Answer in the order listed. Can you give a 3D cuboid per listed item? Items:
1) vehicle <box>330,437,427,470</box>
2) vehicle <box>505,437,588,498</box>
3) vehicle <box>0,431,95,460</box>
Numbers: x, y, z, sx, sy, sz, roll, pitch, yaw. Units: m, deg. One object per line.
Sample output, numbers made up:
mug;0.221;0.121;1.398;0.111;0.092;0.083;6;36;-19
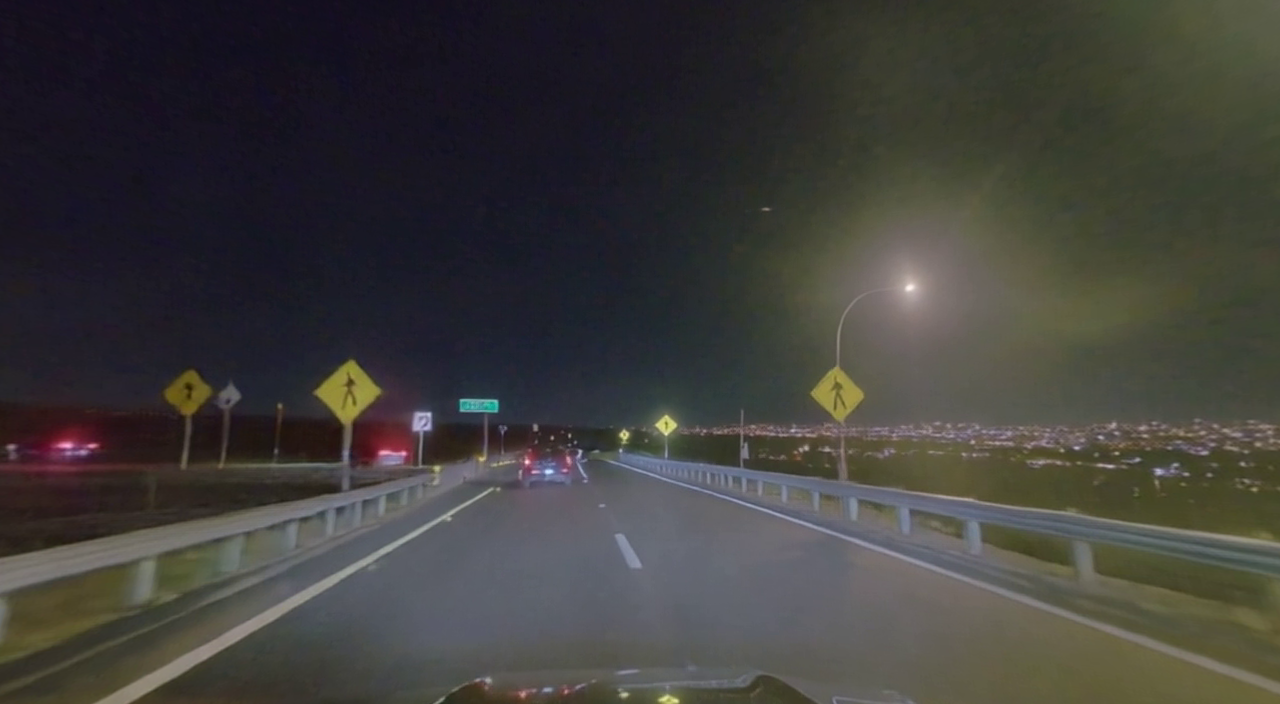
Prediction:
vehicle;-12.817;4.975;30.704;4.278;1.505;2.018;-5;-10;26
vehicle;-2.593;3.174;17.600;2.006;1.486;3.950;1;-9;-8
vehicle;-32.220;5.028;33.640;3.904;1.482;1.834;1;-9;-10
